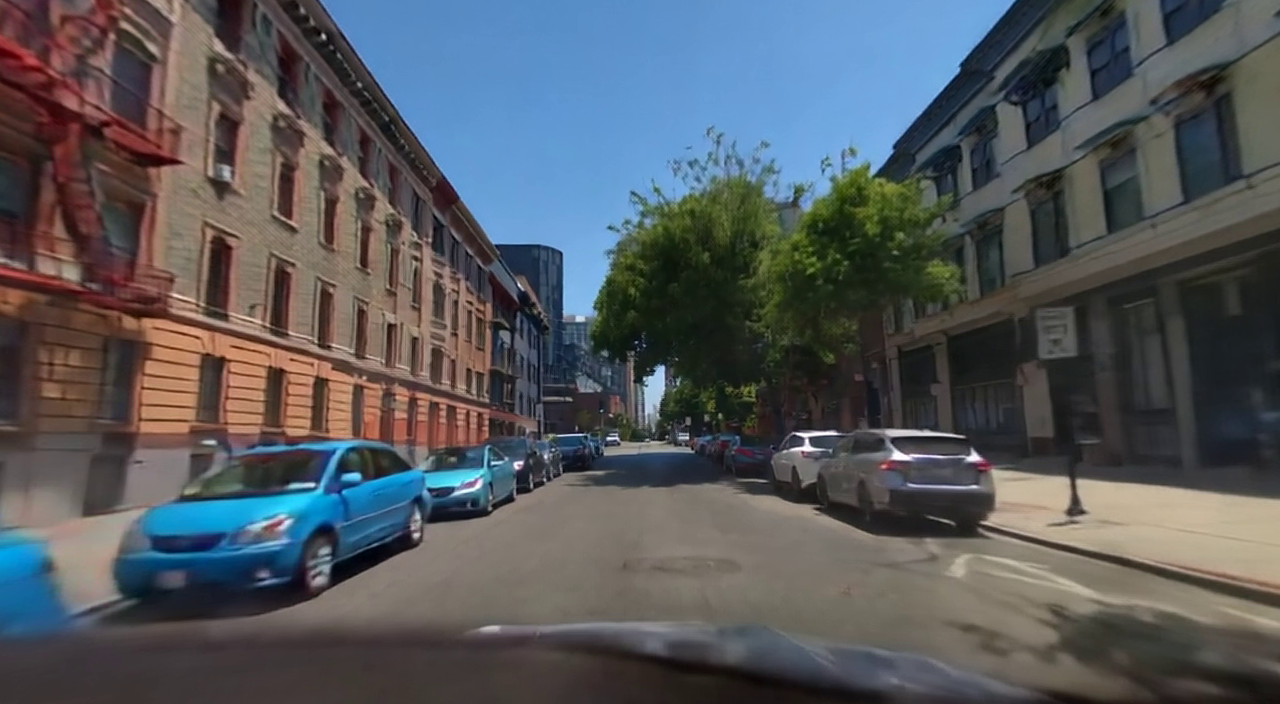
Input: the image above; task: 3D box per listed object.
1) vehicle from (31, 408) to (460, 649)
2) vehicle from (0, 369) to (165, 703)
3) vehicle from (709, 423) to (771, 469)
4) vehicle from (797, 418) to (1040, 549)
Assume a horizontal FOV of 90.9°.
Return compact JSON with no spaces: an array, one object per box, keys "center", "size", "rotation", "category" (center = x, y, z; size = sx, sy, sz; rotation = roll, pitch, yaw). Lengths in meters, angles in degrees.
[{"center":[-3.445,1.458,6.643],"size":[1.859,1.508,4.144],"rotation":[2,-3,0],"category":"vehicle"},{"center":[-3.291,0.714,1.108],"size":[1.867,1.519,3.920],"rotation":[2,-4,-1],"category":"vehicle"},{"center":[4.245,4.037,27.413],"size":[1.879,1.802,4.574],"rotation":[0,-7,-1],"category":"vehicle"},{"center":[3.825,1.811,9.518],"size":[1.896,1.549,3.845],"rotation":[0,-7,0],"category":"vehicle"}]
